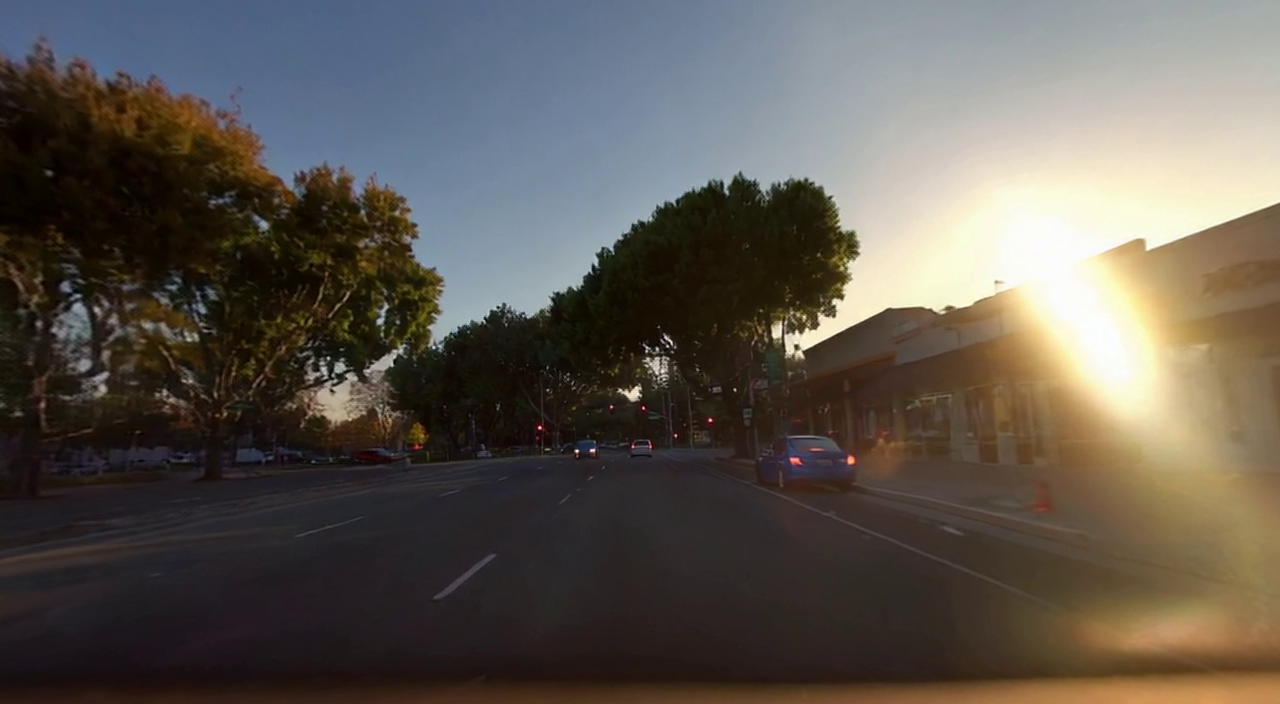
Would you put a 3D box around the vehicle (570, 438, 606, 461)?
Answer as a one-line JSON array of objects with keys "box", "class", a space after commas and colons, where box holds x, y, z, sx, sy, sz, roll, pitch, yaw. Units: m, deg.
[{"box": [-3.474, 6.618, 42.955, 2.032, 1.467, 4.411, 0, -8, 1], "class": "vehicle"}]

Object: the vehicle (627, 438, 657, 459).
[{"box": [0.164, 6.986, 45.796, 2.059, 1.456, 4.047, 0, -8, 1], "class": "vehicle"}]

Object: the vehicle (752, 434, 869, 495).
[{"box": [4.566, 3.077, 17.605, 1.942, 1.469, 4.049, 0, -8, -3], "class": "vehicle"}]
